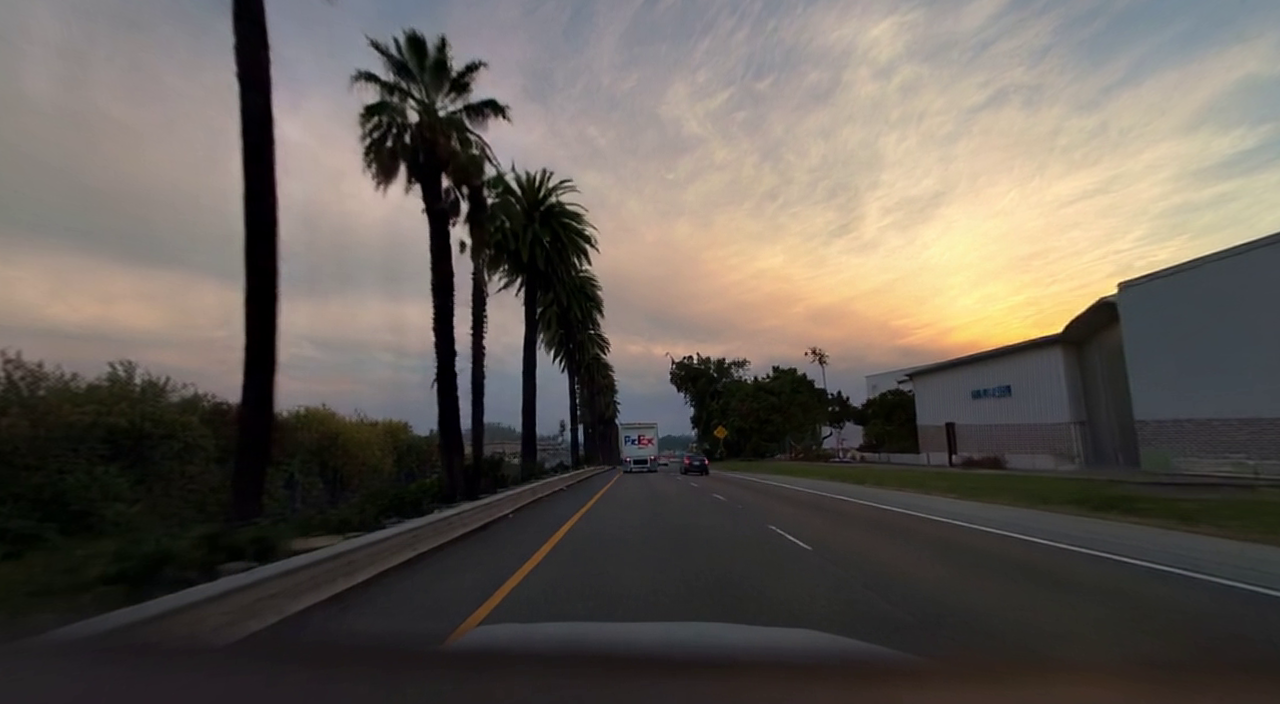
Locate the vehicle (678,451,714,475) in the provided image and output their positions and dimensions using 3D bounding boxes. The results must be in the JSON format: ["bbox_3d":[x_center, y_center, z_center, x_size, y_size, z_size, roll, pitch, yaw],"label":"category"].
[{"bbox_3d":[3.802,7.659,43.601,1.966,1.558,4.238,0,-9,-2],"label":"vehicle"}]
